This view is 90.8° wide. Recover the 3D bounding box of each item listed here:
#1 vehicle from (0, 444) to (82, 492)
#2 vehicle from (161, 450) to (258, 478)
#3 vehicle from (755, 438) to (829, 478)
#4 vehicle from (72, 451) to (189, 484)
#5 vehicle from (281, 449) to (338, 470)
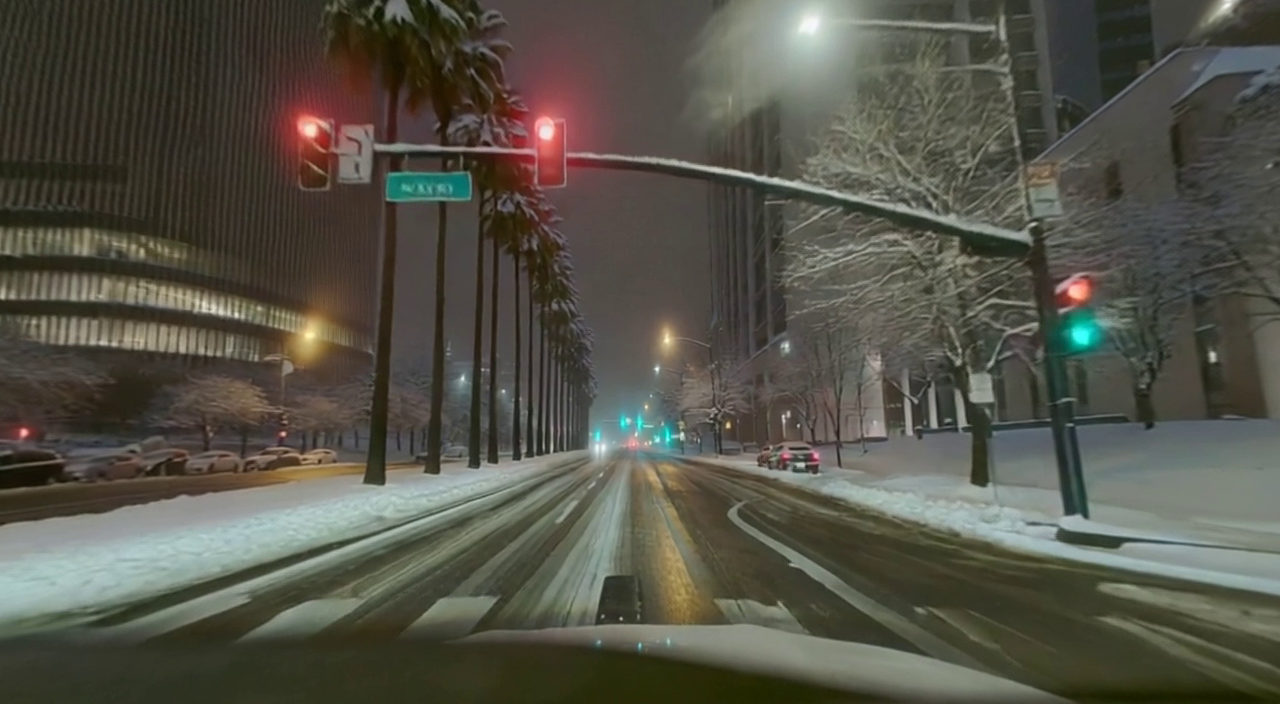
[{"bbox_3d":[-24.370,4.403,24.158,1.891,1.737,4.597,0,-9,-2],"label":"vehicle"},{"bbox_3d":[-24.359,6.329,36.017,1.905,1.496,4.960,0,-9,1],"label":"vehicle"},{"bbox_3d":[7.051,4.988,29.859,2.225,1.727,4.418,0,-9,-2],"label":"vehicle"},{"bbox_3d":[-24.268,5.480,30.344,1.792,1.461,4.569,0,-9,1],"label":"vehicle"},{"bbox_3d":[-24.482,7.964,46.961,1.801,1.444,4.640,0,-9,-2],"label":"vehicle"}]
